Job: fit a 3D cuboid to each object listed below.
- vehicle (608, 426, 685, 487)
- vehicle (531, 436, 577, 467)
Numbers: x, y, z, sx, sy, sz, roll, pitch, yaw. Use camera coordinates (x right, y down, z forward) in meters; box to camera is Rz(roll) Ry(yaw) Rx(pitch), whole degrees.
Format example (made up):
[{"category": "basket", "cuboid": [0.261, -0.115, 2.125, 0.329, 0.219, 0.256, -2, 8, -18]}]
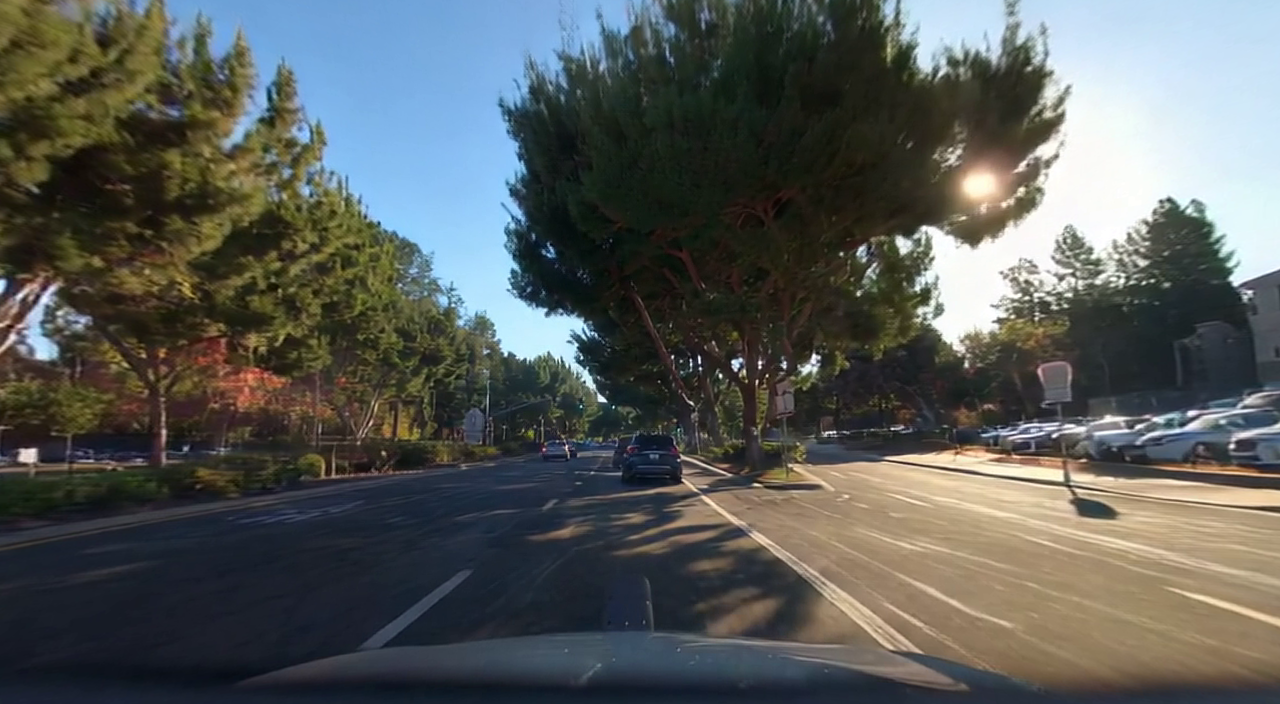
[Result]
[{"category": "vehicle", "cuboid": [0.151, 3.211, 19.554, 2.135, 1.691, 3.884, 0, -9, -1]}, {"category": "vehicle", "cuboid": [-4.528, 5.339, 33.804, 1.950, 1.563, 3.727, 0, -9, 0]}]
